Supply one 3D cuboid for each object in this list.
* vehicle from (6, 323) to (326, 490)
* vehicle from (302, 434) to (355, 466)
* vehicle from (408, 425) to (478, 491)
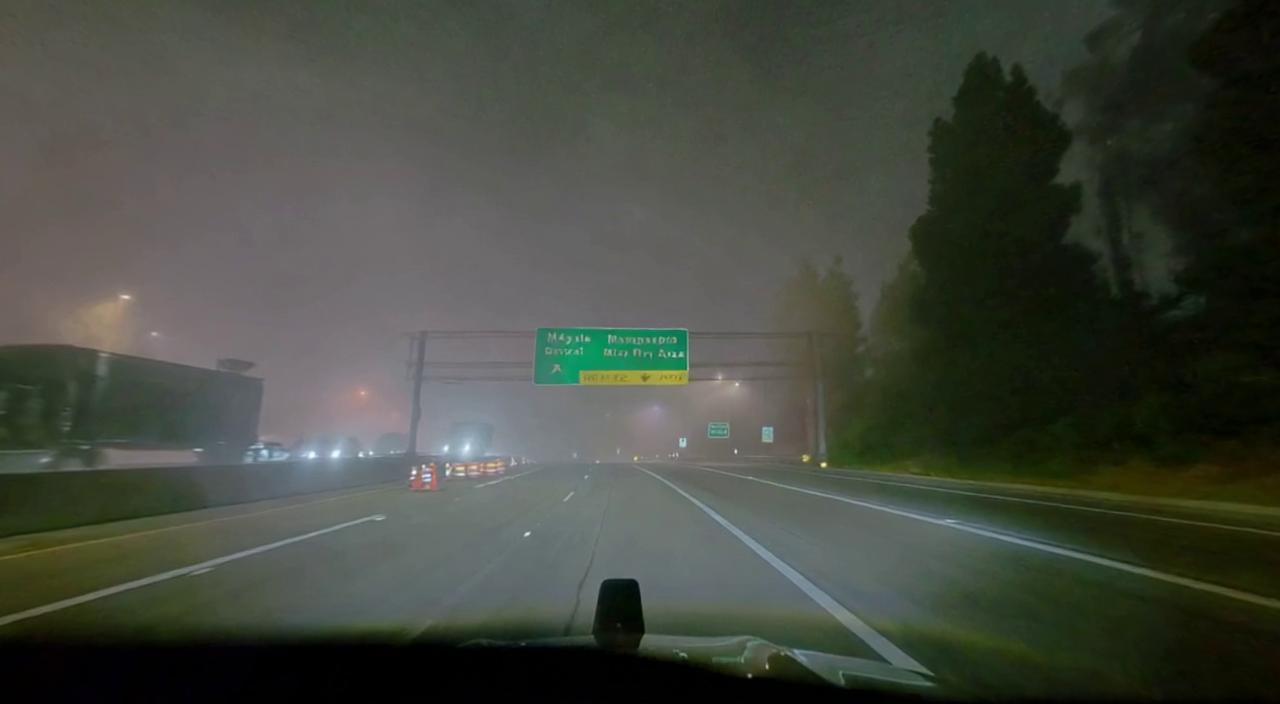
[{"bbox_3d":[-14.881,2.179,21.207,4.494,4.430,7.701,3,-11,-2],"label":"vehicle"},{"bbox_3d":[-18.752,5.908,38.019,1.722,1.835,3.286,0,-9,-5],"label":"vehicle"},{"bbox_3d":[-8.111,4.362,26.233,1.925,2.542,3.048,0,-8,-1],"label":"vehicle"}]
